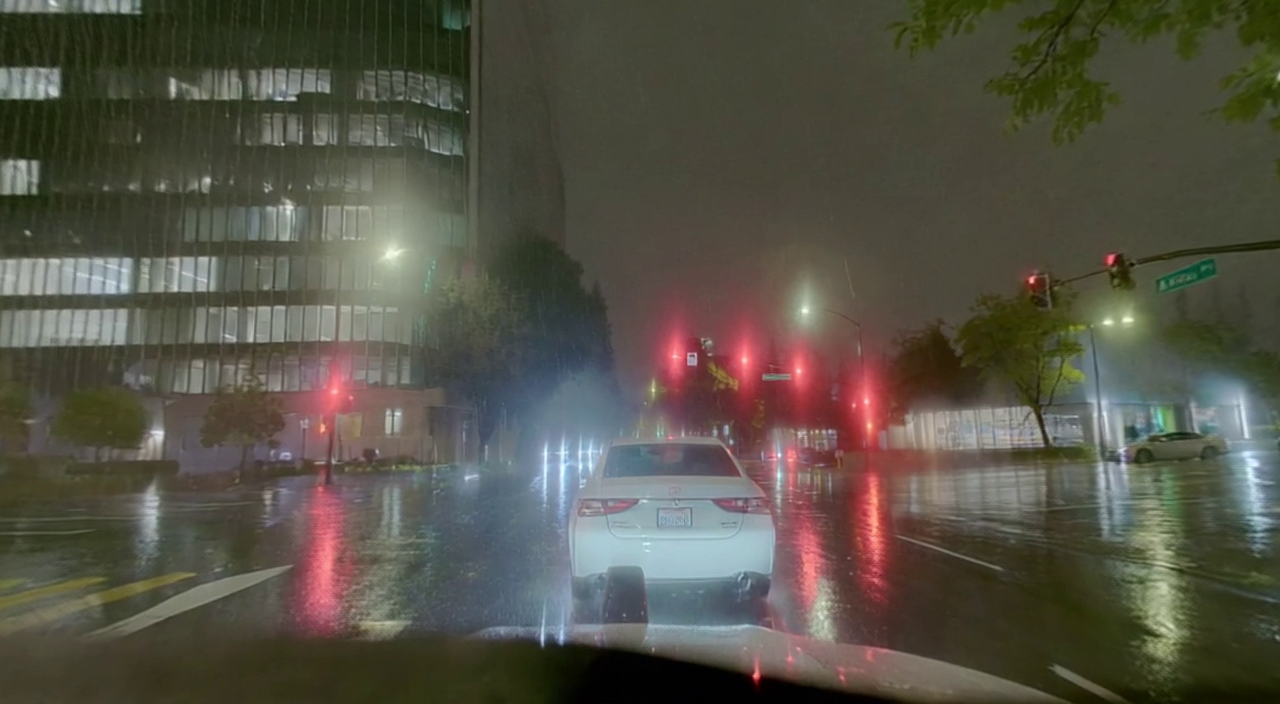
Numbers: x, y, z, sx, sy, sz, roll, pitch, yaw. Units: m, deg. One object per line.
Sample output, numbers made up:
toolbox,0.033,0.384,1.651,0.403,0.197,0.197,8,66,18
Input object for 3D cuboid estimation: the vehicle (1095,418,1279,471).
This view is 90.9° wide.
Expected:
vehicle,19.157,3.261,22.220,4.675,1.772,1.945,0,-8,0

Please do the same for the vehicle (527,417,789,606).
vehicle,-0.149,1.643,7.494,1.893,1.532,4.145,2,-9,-16
